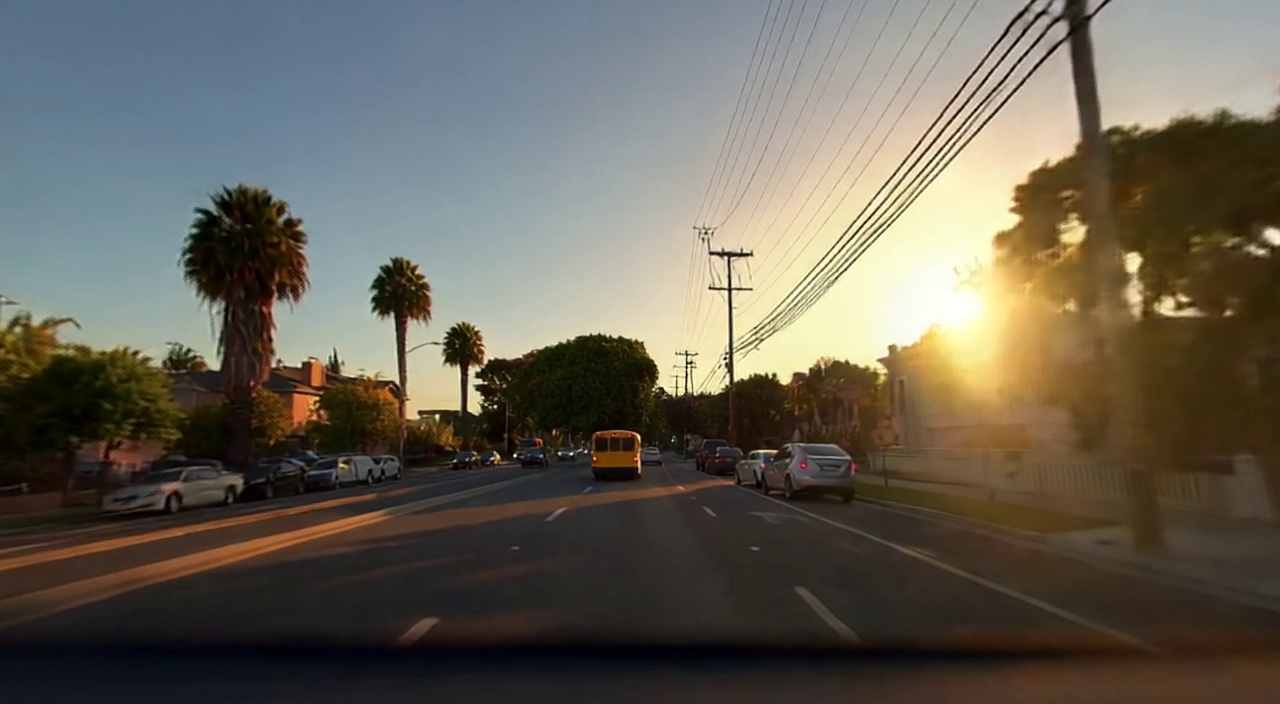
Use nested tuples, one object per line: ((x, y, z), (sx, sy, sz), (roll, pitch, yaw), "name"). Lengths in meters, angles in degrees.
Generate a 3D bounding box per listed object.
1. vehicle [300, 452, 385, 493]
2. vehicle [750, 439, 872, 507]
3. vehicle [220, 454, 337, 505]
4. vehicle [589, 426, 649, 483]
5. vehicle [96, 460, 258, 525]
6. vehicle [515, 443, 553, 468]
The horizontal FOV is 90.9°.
((-14.112, 5.691, 30.215), (2.041, 1.643, 4.665), (-3, -9, -3), "vehicle")
((4.275, 3.076, 16.546), (1.946, 1.530, 4.240), (0, -9, -1), "vehicle")
((-13.638, 4.788, 24.168), (1.979, 1.509, 4.763), (-3, -7, -4), "vehicle")
((-0.909, 4.080, 25.236), (2.168, 2.040, 4.527), (0, -9, -3), "vehicle")
((-13.127, 3.962, 18.202), (1.841, 1.356, 3.938), (-6, -8, -2), "vehicle")
((-7.978, 7.816, 47.921), (2.096, 1.798, 4.831), (0, -9, 0), "vehicle")
